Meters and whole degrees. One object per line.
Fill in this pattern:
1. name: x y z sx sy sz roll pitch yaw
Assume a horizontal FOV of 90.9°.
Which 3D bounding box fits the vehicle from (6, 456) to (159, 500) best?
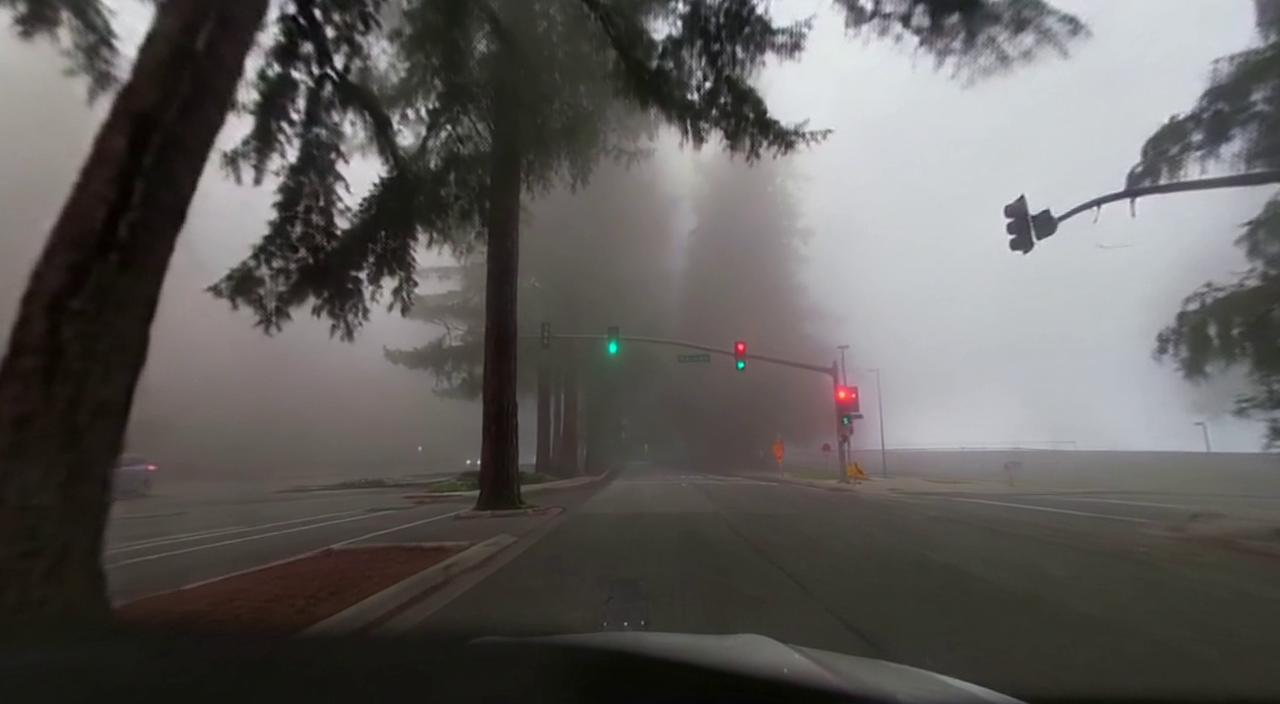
1. vehicle: -21.374 4.802 24.439 1.965 1.475 4.269 0 -8 1
